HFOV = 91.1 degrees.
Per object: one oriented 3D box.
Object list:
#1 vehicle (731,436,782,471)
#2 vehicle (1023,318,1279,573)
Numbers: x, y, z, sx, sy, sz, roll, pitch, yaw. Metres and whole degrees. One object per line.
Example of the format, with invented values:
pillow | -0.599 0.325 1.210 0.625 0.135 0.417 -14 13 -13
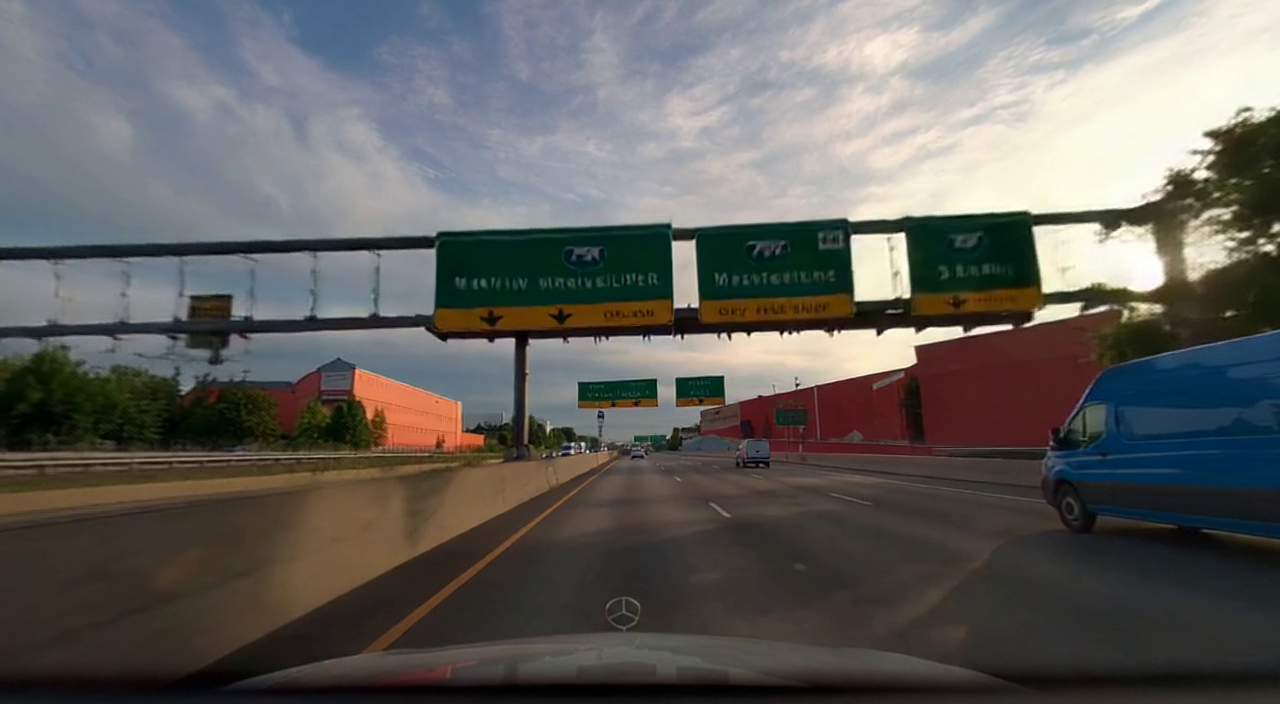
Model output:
vehicle | 7.072 6.236 38.733 2.156 1.943 5.010 0 -9 -1
vehicle | 7.799 1.137 7.660 2.283 2.631 6.053 0 -9 -1
